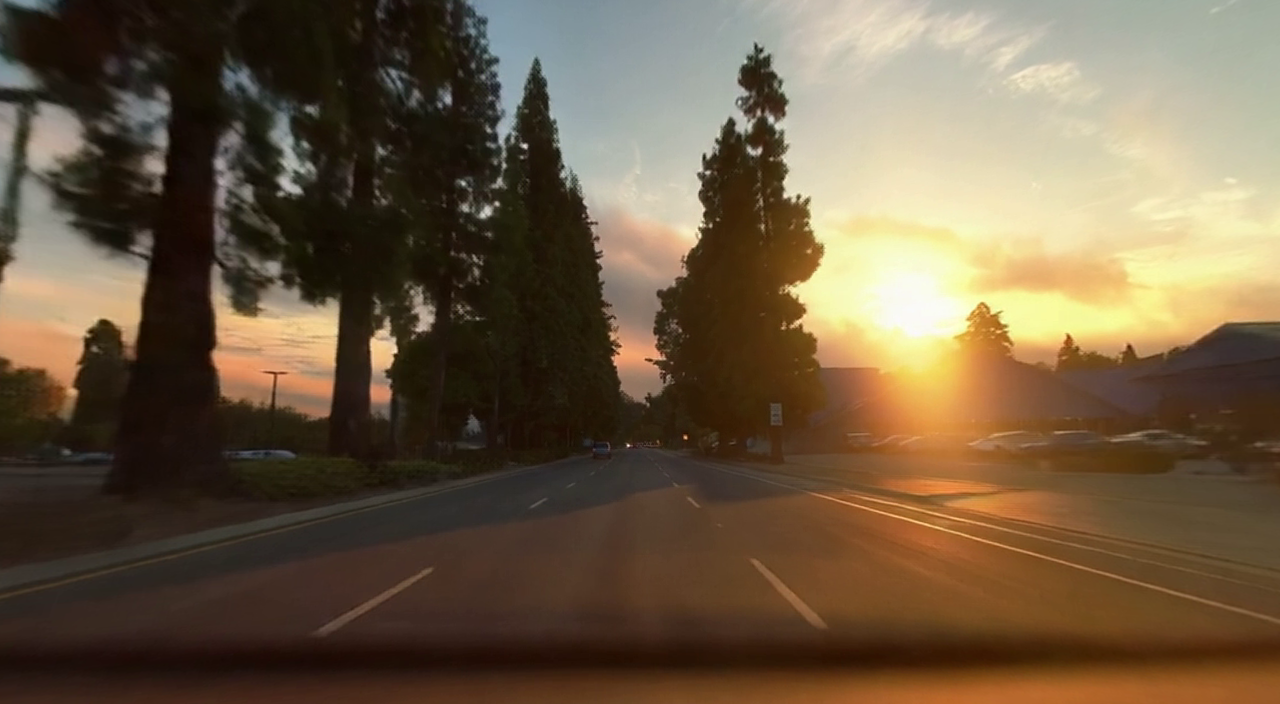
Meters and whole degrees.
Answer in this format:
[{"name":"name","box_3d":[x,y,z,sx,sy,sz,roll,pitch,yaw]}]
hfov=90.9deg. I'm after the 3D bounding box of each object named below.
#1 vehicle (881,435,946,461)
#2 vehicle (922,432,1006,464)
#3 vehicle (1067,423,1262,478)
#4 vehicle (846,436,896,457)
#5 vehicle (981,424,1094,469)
[{"name":"vehicle","box_3d":[16.880,5.974,39.150,1.804,1.468,4.699,0,-9,-2]},{"name":"vehicle","box_3d":[16.559,4.973,32.545,1.968,1.511,4.497,0,-9,0]},{"name":"vehicle","box_3d":[16.110,3.073,19.828,1.829,1.505,5.023,0,-8,0]},{"name":"vehicle","box_3d":[16.912,6.949,46.401,1.825,1.458,4.689,0,-9,-1]},{"name":"vehicle","box_3d":[16.471,3.952,26.433,2.046,1.714,4.199,0,-8,2]}]
